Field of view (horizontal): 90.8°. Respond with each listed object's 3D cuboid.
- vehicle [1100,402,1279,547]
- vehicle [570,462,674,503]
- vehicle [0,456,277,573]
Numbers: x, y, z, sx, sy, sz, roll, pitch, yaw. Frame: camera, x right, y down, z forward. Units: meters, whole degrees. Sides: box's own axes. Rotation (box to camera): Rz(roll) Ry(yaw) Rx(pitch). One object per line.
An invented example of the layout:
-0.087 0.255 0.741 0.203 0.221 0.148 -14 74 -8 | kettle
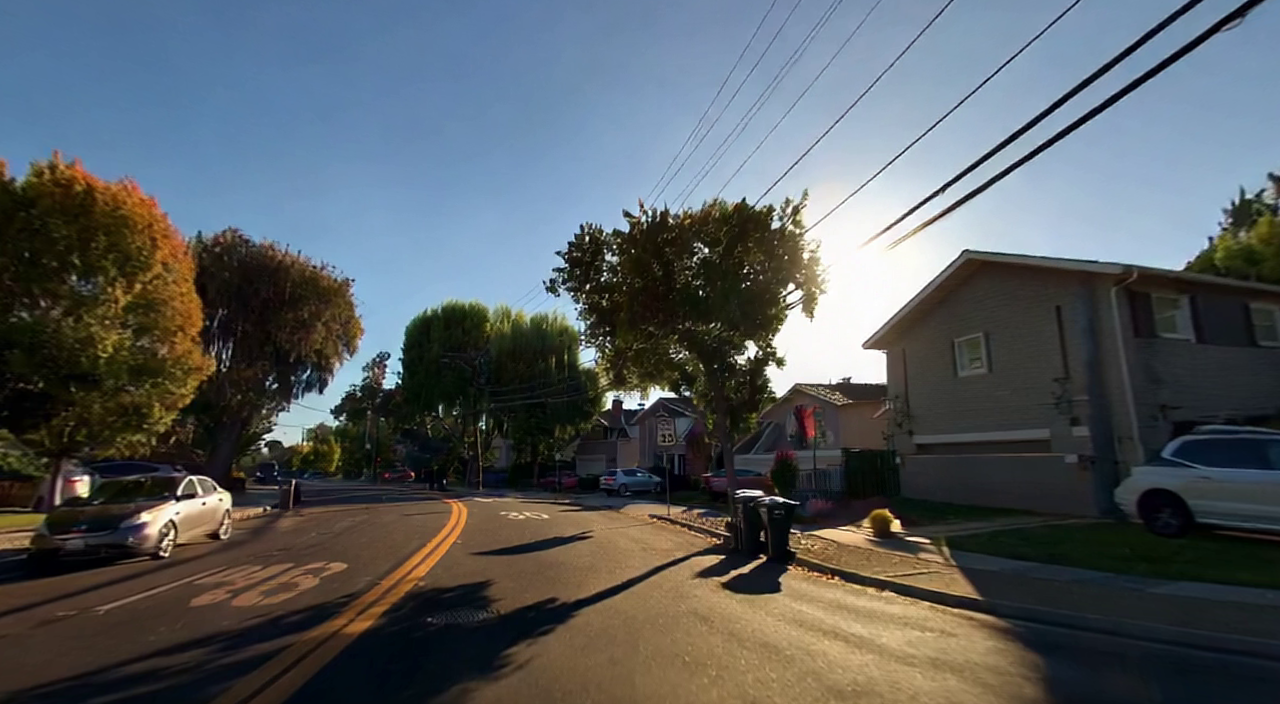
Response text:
10.117 1.785 9.232 2.332 2.000 5.721 0 -10 -2 | vehicle
-0.989 7.155 34.798 5.229 1.790 2.153 0 -11 -23 | vehicle
-8.337 2.621 11.031 1.994 1.515 4.385 2 -9 -10 | vehicle
